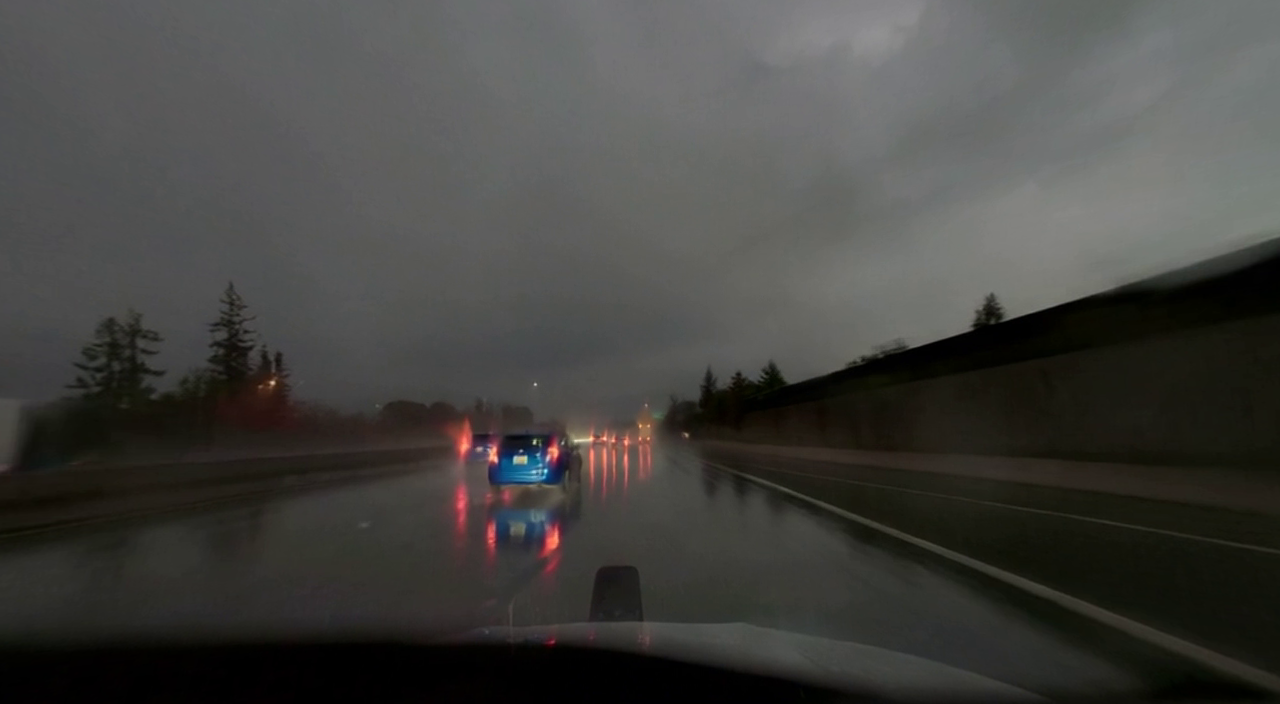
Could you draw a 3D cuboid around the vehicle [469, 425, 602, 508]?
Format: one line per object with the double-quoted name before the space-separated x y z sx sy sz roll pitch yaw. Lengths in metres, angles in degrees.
"vehicle" -2.041 2.364 13.537 2.079 1.500 3.881 0 -8 2
